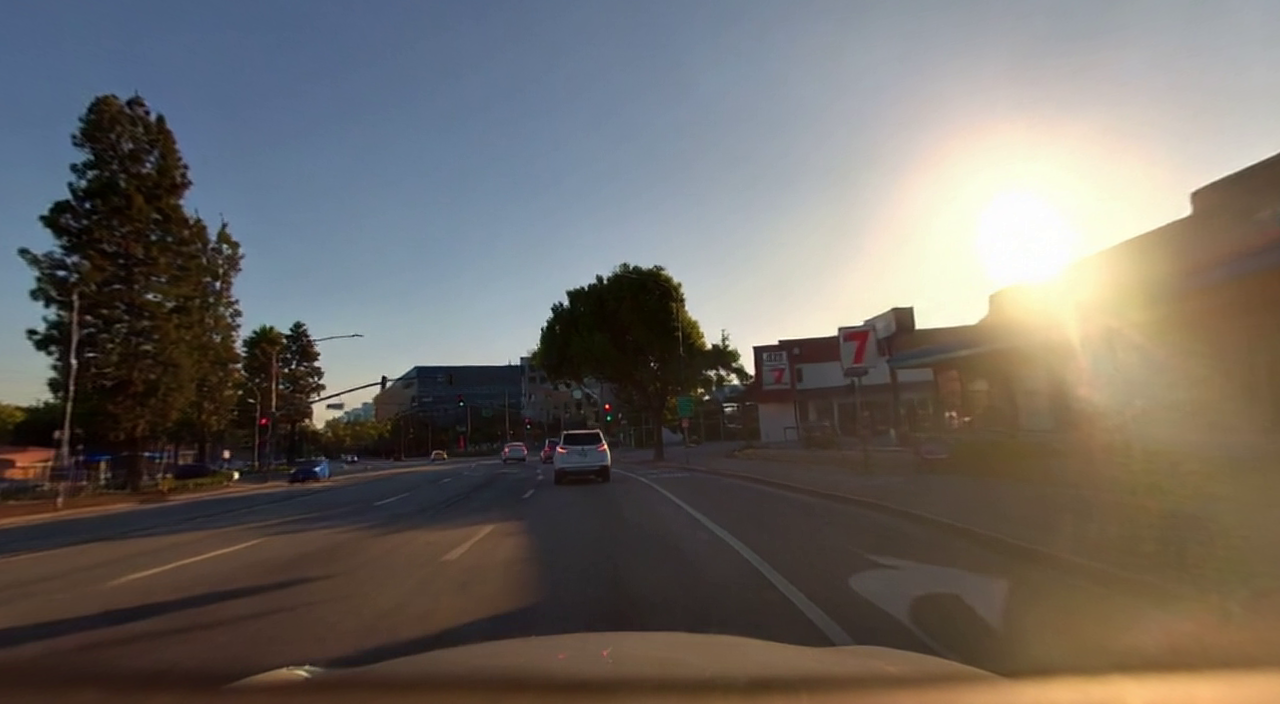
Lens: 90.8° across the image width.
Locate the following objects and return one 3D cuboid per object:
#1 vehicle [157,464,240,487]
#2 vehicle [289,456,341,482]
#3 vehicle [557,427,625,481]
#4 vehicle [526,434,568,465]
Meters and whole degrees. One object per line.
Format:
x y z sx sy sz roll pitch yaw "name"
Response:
-34.199 9.605 49.128 4.804 1.544 2.244 3 -9 -23 "vehicle"
-21.501 7.697 41.970 2.071 1.506 4.604 2 -9 -16 "vehicle"
-1.856 3.616 22.664 2.227 1.733 3.930 1 -8 -7 "vehicle"
-6.337 6.552 42.610 2.067 1.947 4.628 2 -9 -18 "vehicle"
